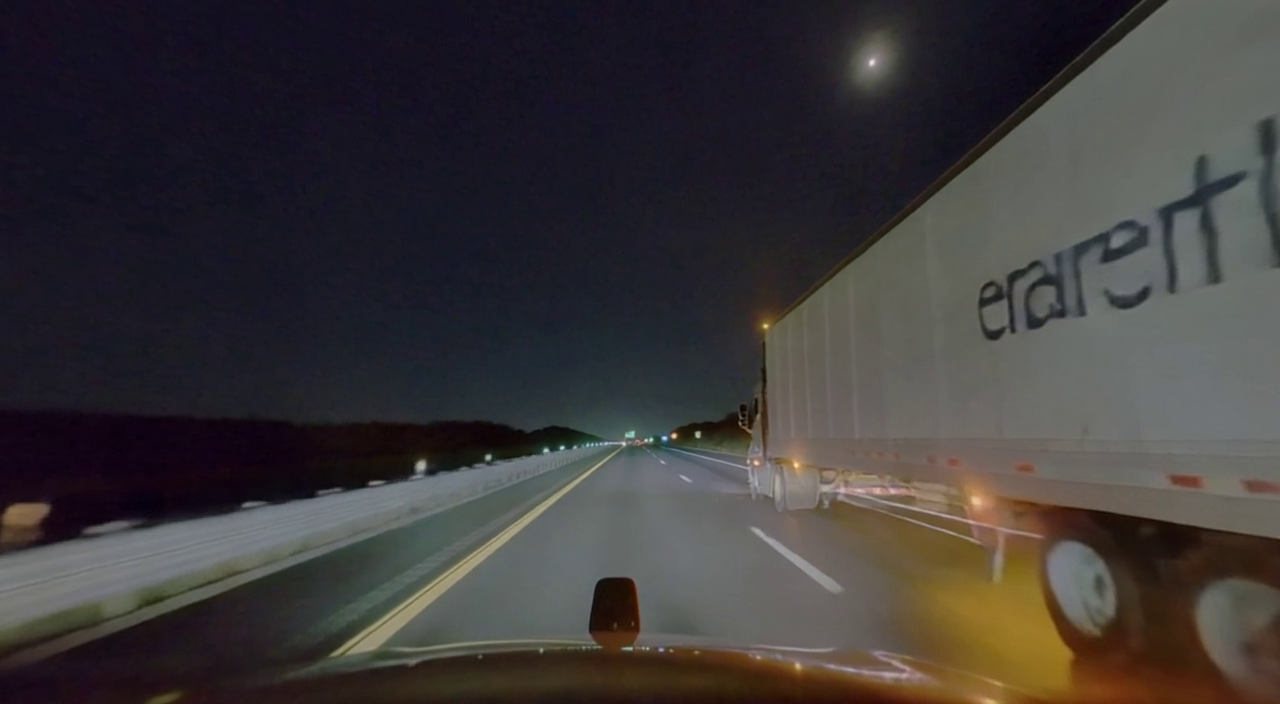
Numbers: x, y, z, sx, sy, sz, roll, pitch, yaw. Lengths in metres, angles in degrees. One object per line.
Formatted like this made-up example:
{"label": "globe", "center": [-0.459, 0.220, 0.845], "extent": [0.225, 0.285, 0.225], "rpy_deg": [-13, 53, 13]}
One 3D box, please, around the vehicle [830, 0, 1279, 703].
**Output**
{"label": "vehicle", "center": [3.497, 0.174, 3.219], "extent": [2.702, 3.193, 7.196], "rpy_deg": [-1, -8, 0]}
